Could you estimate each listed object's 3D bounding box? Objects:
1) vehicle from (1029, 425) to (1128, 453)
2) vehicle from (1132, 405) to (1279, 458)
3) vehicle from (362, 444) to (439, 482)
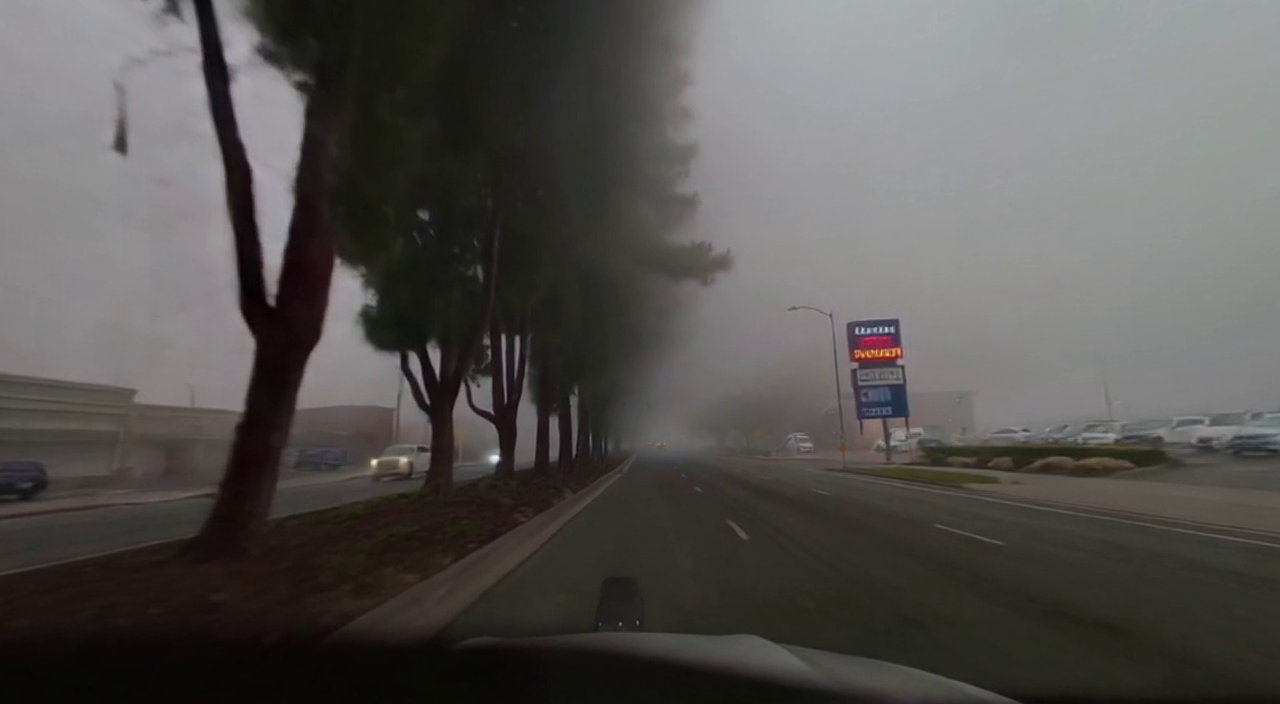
[{"bbox_3d":[22.453,4.474,32.458,3.547,1.360,1.951,-1,-9,3],"label":"vehicle"},{"bbox_3d":[21.895,2.884,23.373,5.505,1.592,2.166,-3,-7,-1],"label":"vehicle"},{"bbox_3d":[-11.103,5.145,29.588,1.896,1.593,4.014,0,-9,2],"label":"vehicle"}]
